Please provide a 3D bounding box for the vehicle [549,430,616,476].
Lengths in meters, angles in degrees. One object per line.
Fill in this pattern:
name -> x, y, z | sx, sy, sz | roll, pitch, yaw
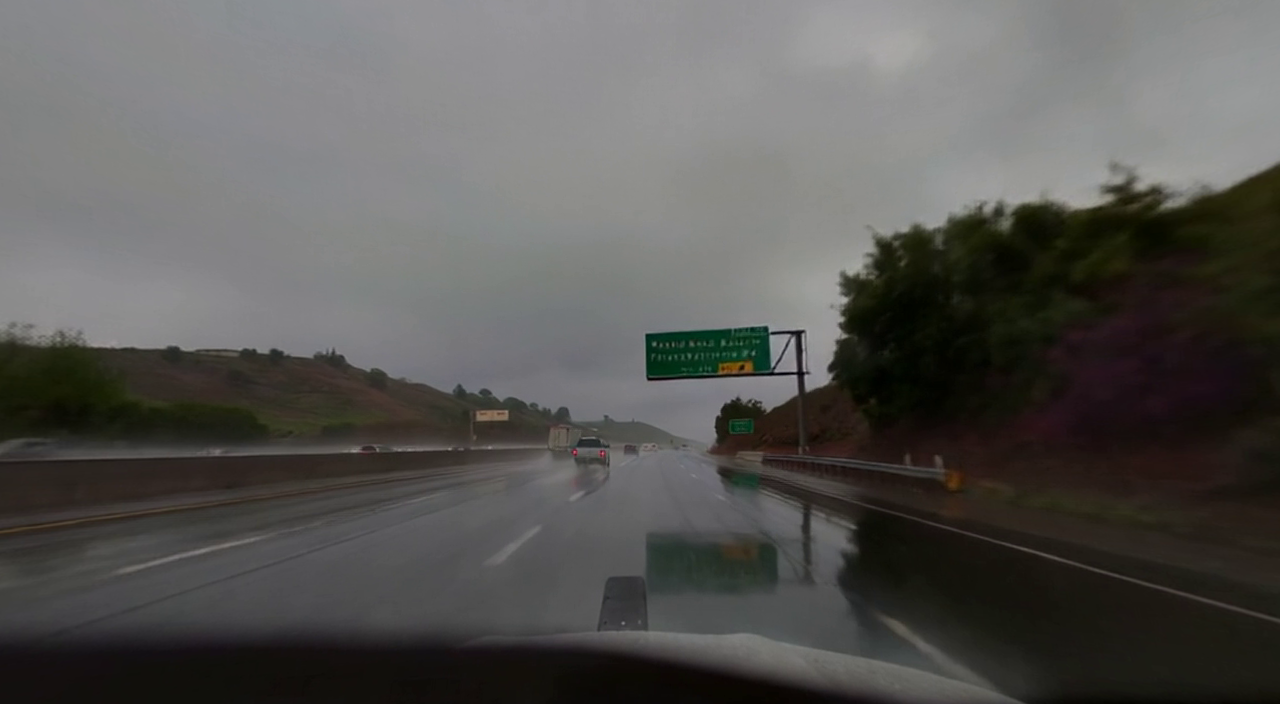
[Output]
vehicle -> -2.520, 4.639, 28.965 | 2.413, 1.896, 5.218 | 0, -8, 2
